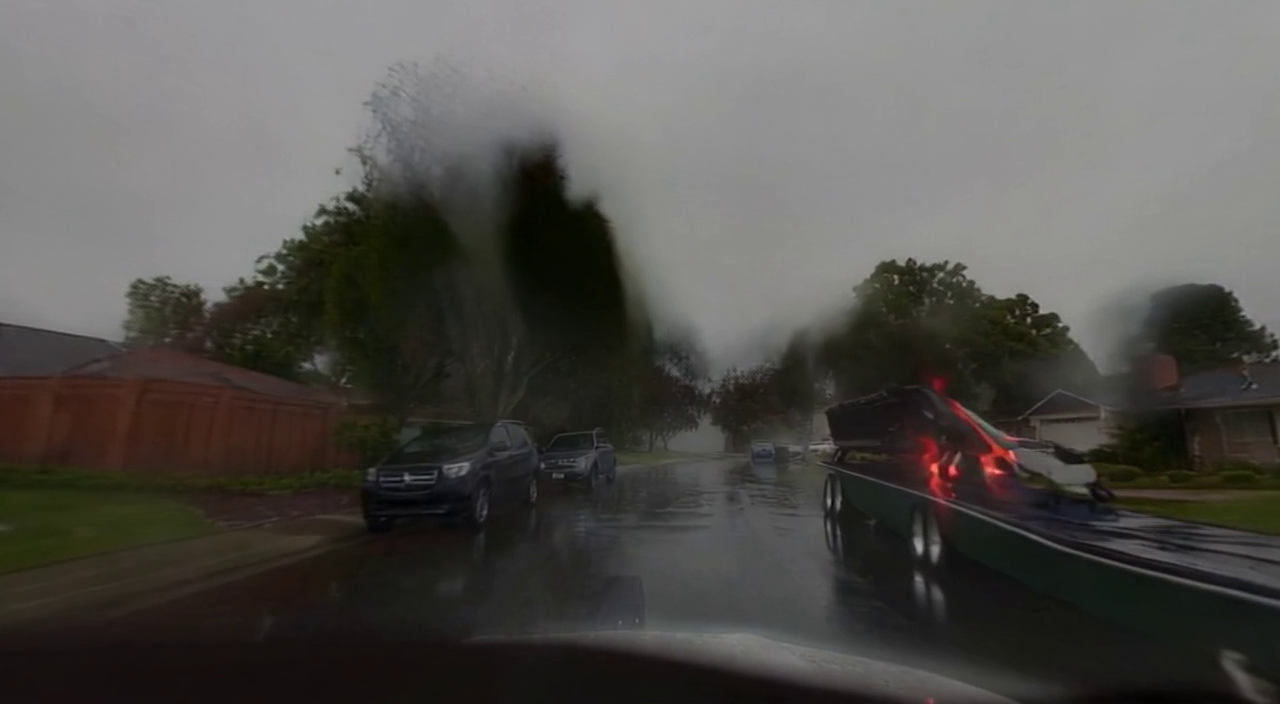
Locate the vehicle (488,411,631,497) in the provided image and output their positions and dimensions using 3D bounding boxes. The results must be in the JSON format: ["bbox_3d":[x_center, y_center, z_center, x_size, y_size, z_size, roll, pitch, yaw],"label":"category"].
[{"bbox_3d":[-2.209,3.176,19.897,2.632,2.249,6.179,-2,-9,11],"label":"vehicle"}]

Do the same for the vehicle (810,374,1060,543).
[{"bbox_3d":[5.279,2.054,12.569,2.697,2.558,5.635,-1,-9,6],"label":"vehicle"}]

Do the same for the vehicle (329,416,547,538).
[{"bbox_3d":[-3.328,2.186,11.632,2.052,1.745,4.737,-1,-9,6],"label":"vehicle"}]

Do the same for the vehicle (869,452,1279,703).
[{"bbox_3d":[4.452,1.778,5.984,2.804,1.336,6.700,1,-7,7],"label":"vehicle"}]

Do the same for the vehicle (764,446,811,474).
[{"bbox_3d":[8.361,6.153,36.041,1.998,1.489,4.722,-1,-9,5],"label":"vehicle"}]
